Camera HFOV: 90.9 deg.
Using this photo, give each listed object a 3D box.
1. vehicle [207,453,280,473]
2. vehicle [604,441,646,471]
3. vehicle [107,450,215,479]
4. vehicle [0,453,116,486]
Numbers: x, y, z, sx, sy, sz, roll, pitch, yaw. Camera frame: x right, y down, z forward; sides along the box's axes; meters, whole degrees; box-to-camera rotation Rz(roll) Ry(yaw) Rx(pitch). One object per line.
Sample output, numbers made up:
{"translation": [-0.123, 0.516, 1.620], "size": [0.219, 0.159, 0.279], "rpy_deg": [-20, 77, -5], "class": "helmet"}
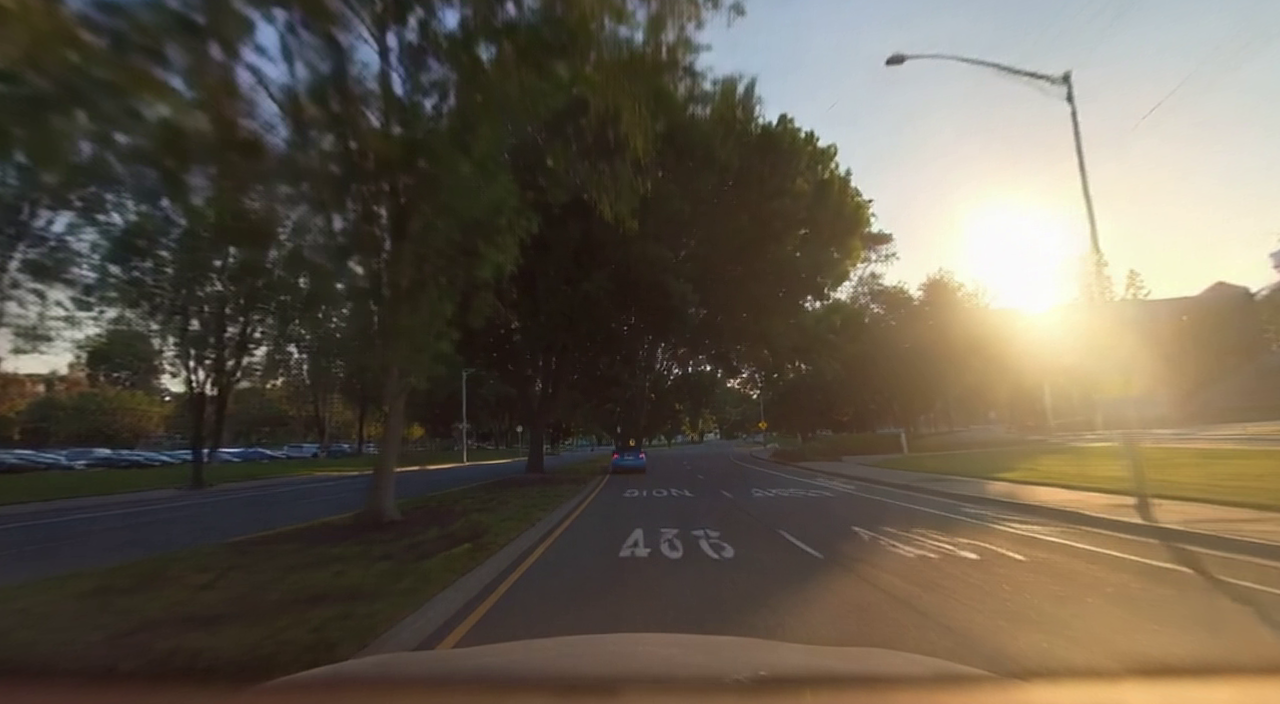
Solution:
{"translation": [-30.098, 8.445, 47.977], "size": [4.309, 1.433, 1.818], "rpy_deg": [0, -8, -1], "class": "vehicle"}
{"translation": [-0.724, 5.454, 33.270], "size": [1.978, 1.499, 3.915], "rpy_deg": [-1, -8, 2], "class": "vehicle"}
{"translation": [-30.387, 7.122, 40.129], "size": [4.923, 1.697, 2.209], "rpy_deg": [0, -8, -4], "class": "vehicle"}
{"translation": [-30.335, 6.047, 32.689], "size": [4.455, 1.566, 2.029], "rpy_deg": [0, -8, -2], "class": "vehicle"}
